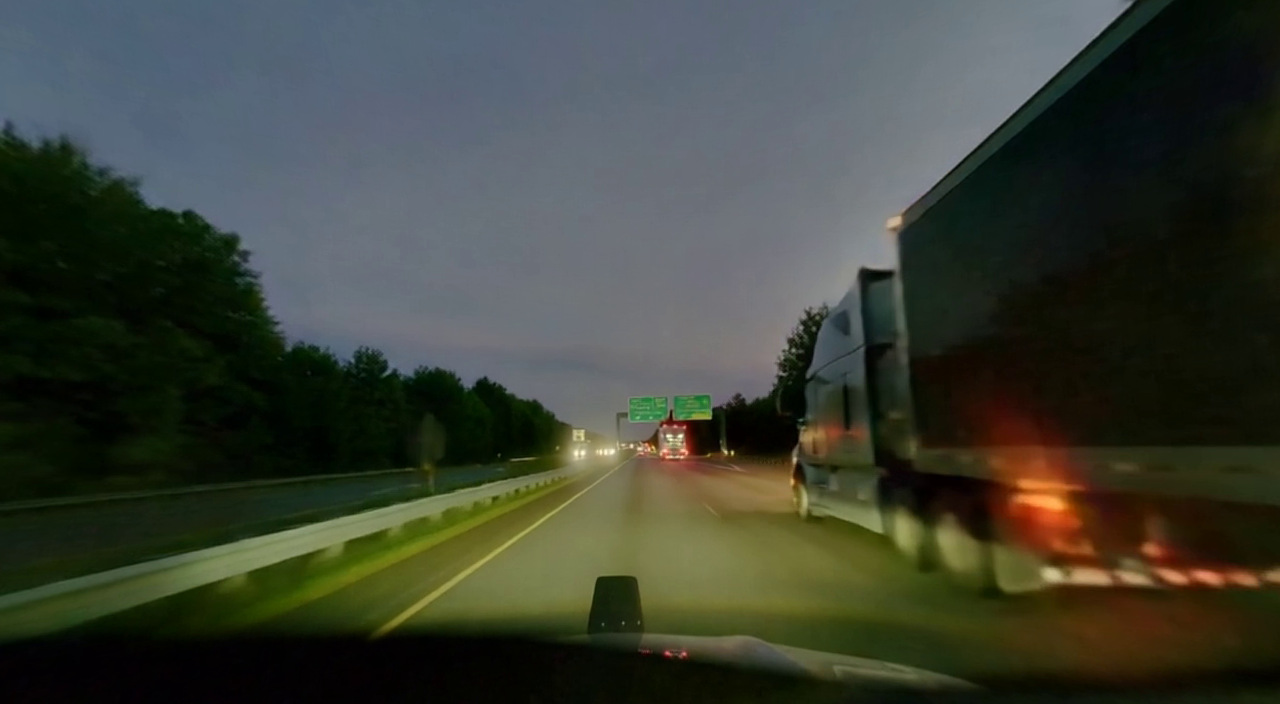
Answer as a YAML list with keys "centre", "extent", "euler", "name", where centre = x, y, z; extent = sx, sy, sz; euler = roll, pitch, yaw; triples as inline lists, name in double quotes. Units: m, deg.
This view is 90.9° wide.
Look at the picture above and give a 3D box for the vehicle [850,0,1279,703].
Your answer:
- centre: [4.207, -0.778, 0.290]
  extent: [3.231, 4.102, 14.393]
  euler: [0, -9, 0]
  name: "vehicle"
